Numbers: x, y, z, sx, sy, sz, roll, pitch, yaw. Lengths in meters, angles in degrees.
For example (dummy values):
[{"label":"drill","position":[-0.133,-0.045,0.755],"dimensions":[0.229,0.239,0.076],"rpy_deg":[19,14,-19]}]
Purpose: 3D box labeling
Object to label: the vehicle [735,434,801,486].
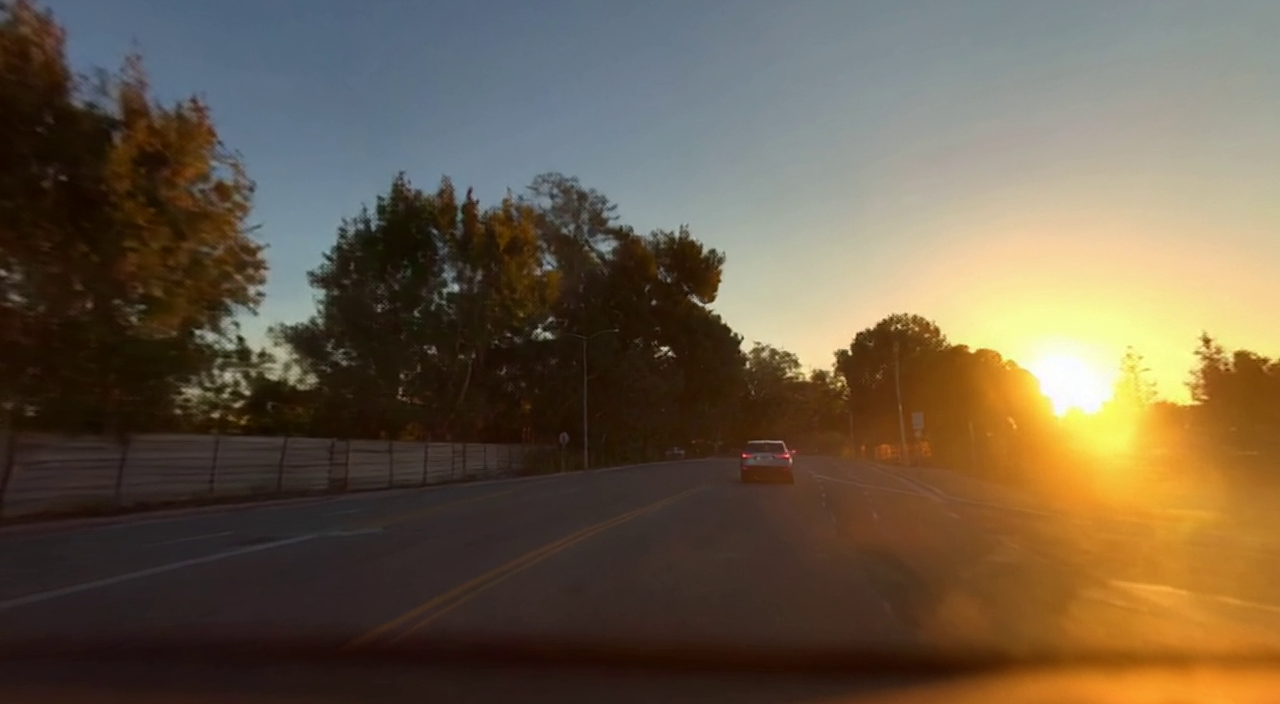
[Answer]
[{"label":"vehicle","position":[5.122,4.214,24.809],"dimensions":[2.230,1.827,4.580],"rpy_deg":[-2,-9,14]}]
